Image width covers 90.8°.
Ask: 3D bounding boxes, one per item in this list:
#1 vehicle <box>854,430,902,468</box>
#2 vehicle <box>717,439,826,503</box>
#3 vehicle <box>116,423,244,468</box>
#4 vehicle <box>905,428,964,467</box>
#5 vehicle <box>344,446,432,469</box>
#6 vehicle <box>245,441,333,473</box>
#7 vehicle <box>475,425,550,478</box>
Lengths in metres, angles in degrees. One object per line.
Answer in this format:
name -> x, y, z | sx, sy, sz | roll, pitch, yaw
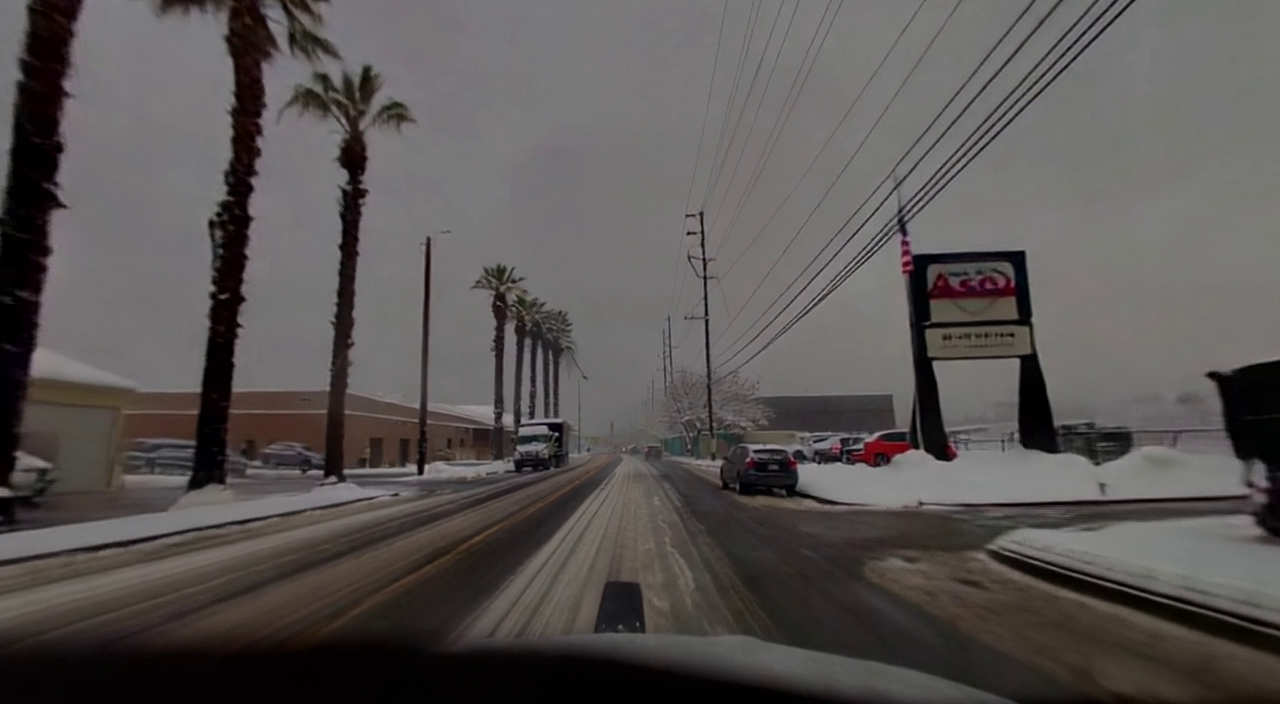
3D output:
vehicle -> 12.659, 5.115, 33.412 | 2.159, 1.840, 4.404 | -3, -9, 22
vehicle -> 3.647, 3.389, 18.463 | 2.111, 1.611, 4.576 | 0, -9, -1
vehicle -> -35.728, 7.301, 49.204 | 7.633, 3.371, 2.994 | -1, -9, 4
vehicle -> 15.274, 4.989, 33.041 | 2.311, 1.876, 4.987 | -3, -9, 20
vehicle -> -16.596, 6.950, 41.725 | 4.890, 1.483, 2.055 | 0, -9, 3
vehicle -> -20.417, 6.142, 37.095 | 2.152, 1.746, 5.461 | 0, -9, -1
vehicle -> -7.564, 5.997, 38.347 | 2.845, 2.738, 7.208 | -3, -9, 2
